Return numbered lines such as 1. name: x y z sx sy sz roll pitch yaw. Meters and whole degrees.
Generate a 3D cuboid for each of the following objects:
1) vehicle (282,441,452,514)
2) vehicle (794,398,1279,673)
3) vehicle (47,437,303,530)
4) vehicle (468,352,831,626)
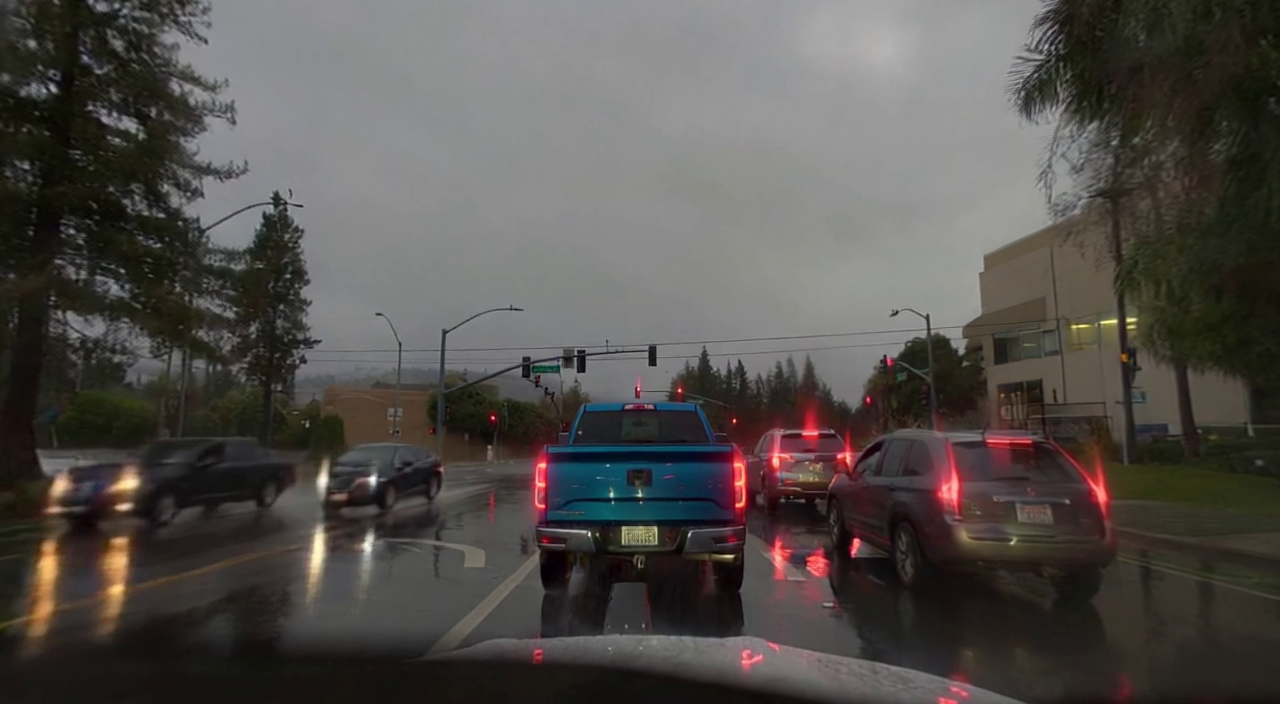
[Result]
1. vehicle: -6.238 2.887 15.085 1.994 1.469 4.367 0 -8 2
2. vehicle: 3.333 1.505 6.504 2.155 1.667 5.162 0 -8 0
3. vehicle: -9.457 2.657 13.467 1.920 1.563 4.643 -2 -8 0
4. vehicle: 0.088 1.392 7.404 2.636 2.011 5.425 0 -8 1
